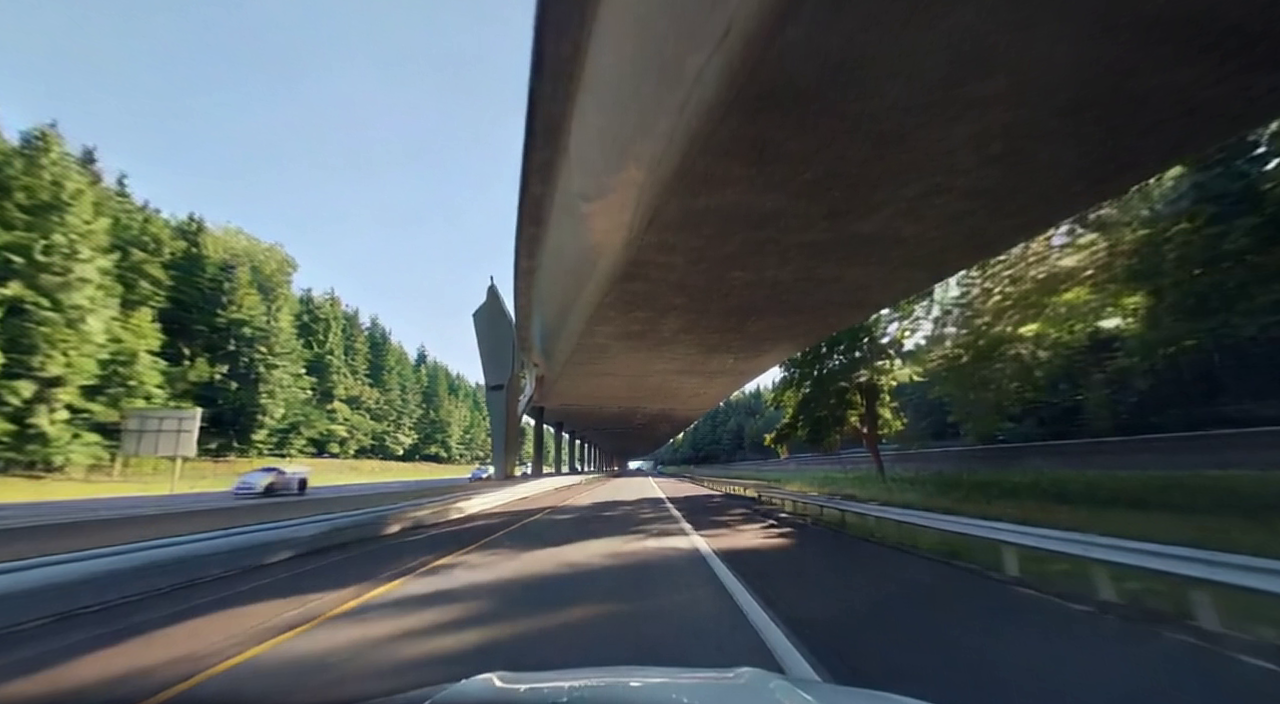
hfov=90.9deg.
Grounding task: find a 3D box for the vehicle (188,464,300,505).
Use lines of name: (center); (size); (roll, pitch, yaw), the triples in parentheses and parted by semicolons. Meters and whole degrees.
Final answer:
vehicle: (-17.210, 5.767, 27.697); (1.888, 1.600, 4.594); (1, -11, -1)
